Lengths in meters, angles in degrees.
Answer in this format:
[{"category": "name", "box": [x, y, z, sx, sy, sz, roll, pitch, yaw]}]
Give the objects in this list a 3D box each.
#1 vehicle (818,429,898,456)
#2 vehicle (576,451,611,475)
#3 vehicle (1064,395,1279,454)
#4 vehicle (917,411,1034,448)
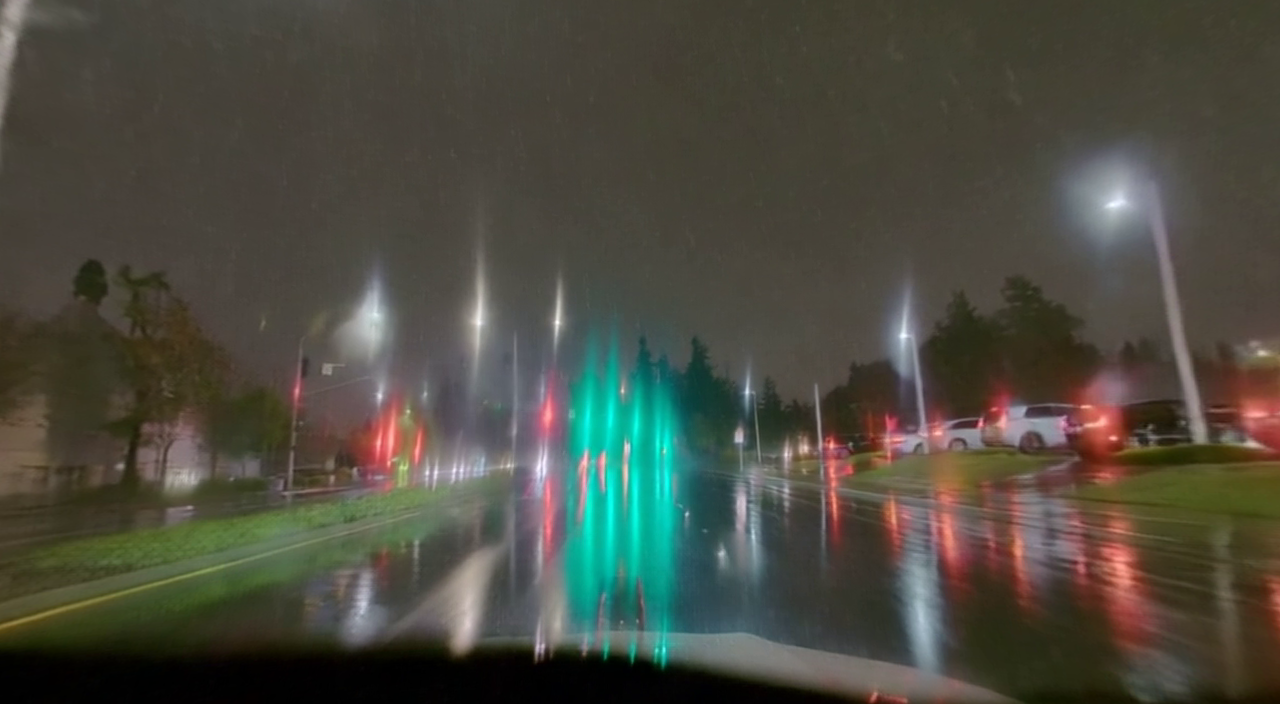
[{"category": "vehicle", "box": [15.622, 6.491, 45.423, 4.922, 1.749, 2.145, -2, -6, 2]}, {"category": "vehicle", "box": [-3.436, 8.016, 45.829, 2.197, 1.642, 4.312, 1, -9, -9]}, {"category": "vehicle", "box": [15.332, 2.116, 18.233, 4.742, 1.602, 1.999, 0, -8, -2]}, {"category": "vehicle", "box": [15.566, 3.634, 29.468, 4.297, 1.632, 1.977, 0, -8, -1]}]
